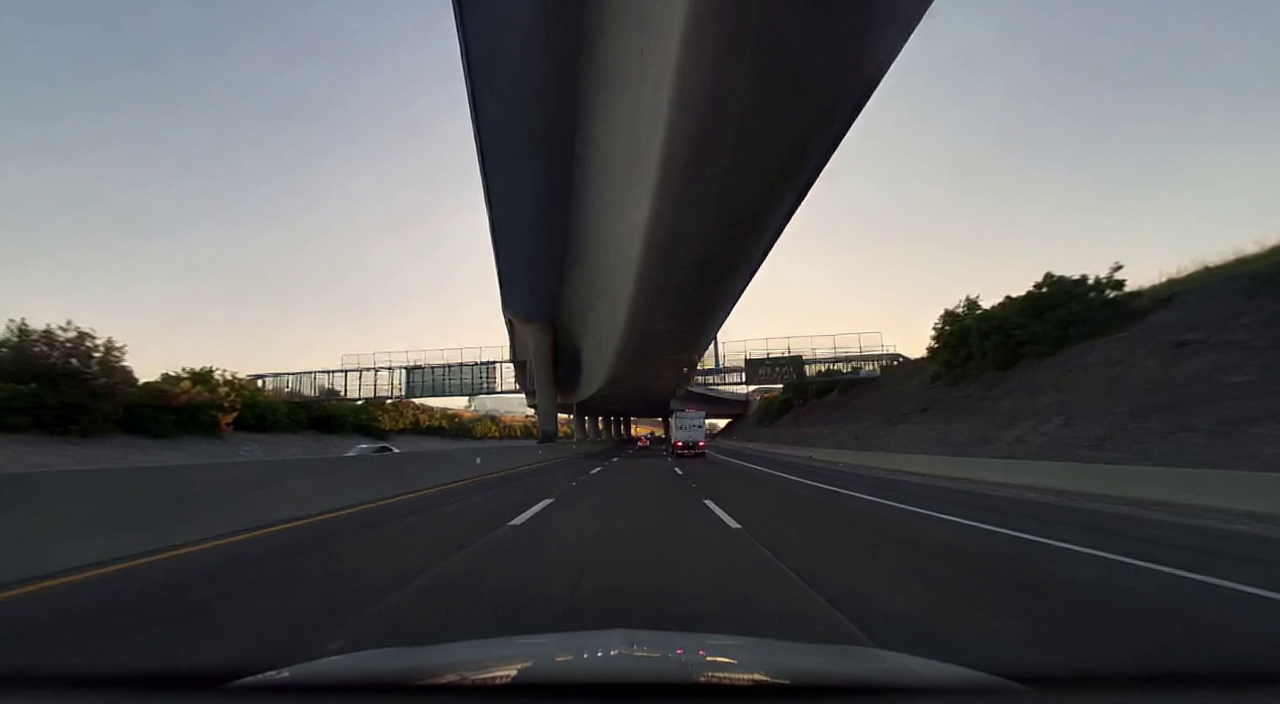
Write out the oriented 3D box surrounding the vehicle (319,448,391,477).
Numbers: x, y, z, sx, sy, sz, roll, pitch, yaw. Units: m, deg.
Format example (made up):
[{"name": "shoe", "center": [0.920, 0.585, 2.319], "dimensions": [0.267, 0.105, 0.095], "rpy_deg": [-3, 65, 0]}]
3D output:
[{"name": "vehicle", "center": [-15.869, 6.147, 35.325], "dimensions": [2.019, 1.431, 4.362], "rpy_deg": [-1, -8, 0]}]
